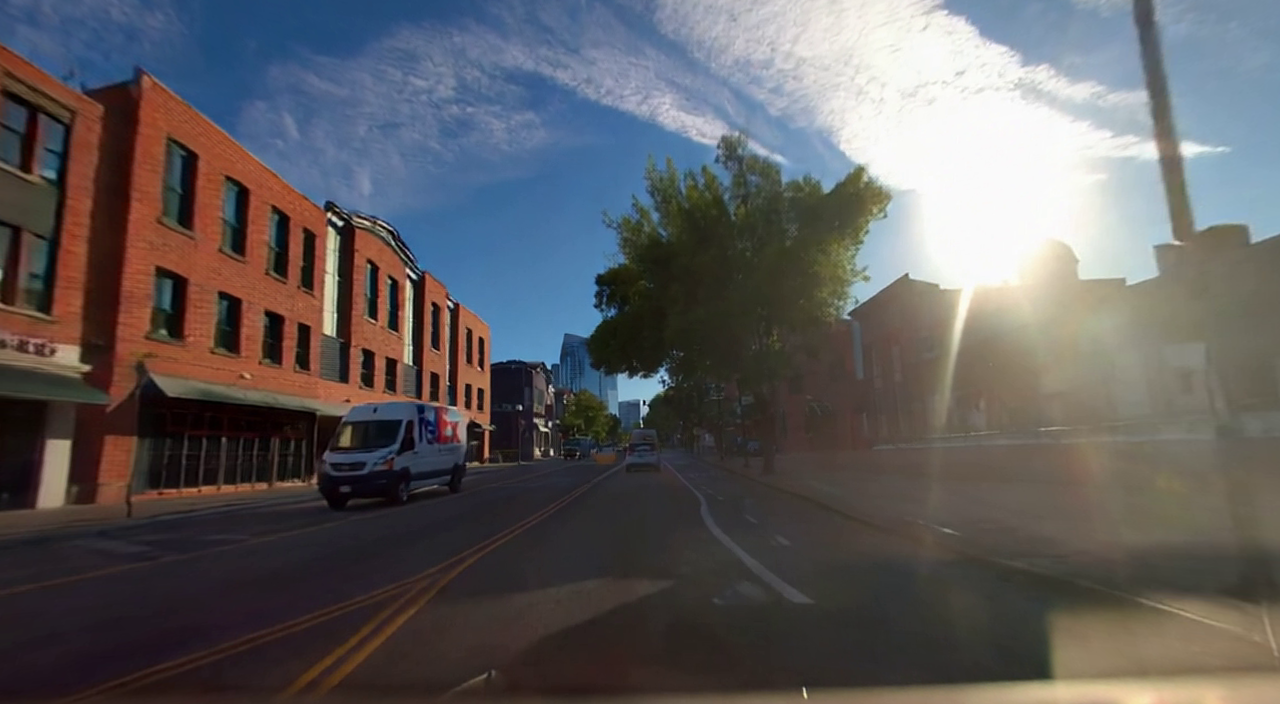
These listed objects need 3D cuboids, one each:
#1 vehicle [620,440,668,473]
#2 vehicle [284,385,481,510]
[{"bbox_3d":[0.253,5.494,33.529,2.356,1.572,4.810,0,-8,2],"label":"vehicle"},{"bbox_3d":[-7.212,2.839,19.122,2.754,3.065,7.103,0,-8,2],"label":"vehicle"}]
